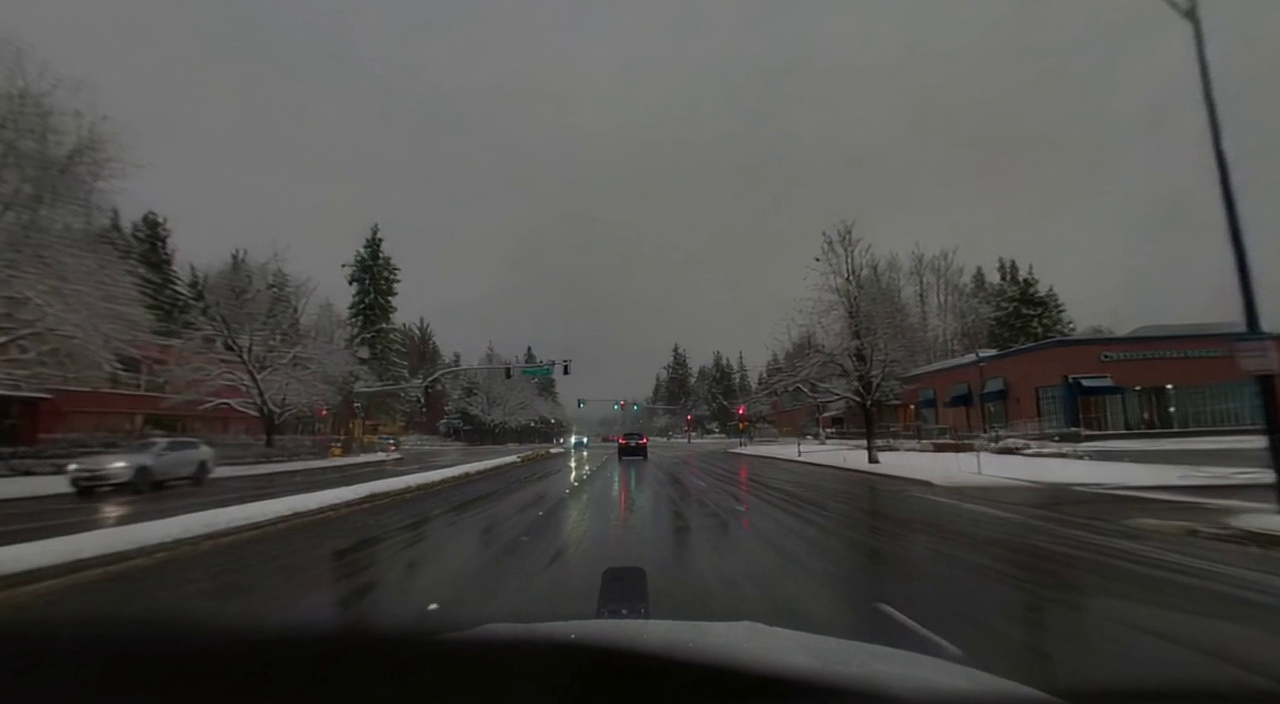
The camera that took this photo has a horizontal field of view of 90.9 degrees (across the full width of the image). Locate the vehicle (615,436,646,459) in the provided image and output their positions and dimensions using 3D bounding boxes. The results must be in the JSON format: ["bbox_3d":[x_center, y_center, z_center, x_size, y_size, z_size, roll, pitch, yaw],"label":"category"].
[{"bbox_3d":[-0.669,6.658,43.967,2.066,1.482,3.923,0,-8,-1],"label":"vehicle"}]

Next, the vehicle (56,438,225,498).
[{"bbox_3d":[-15.851,3.676,20.397,1.834,1.694,4.405,0,-8,-1],"label":"vehicle"}]

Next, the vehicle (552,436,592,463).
[{"bbox_3d":[-4.077,5.900,38.307,1.942,1.497,4.561,0,-8,0],"label":"vehicle"}]
